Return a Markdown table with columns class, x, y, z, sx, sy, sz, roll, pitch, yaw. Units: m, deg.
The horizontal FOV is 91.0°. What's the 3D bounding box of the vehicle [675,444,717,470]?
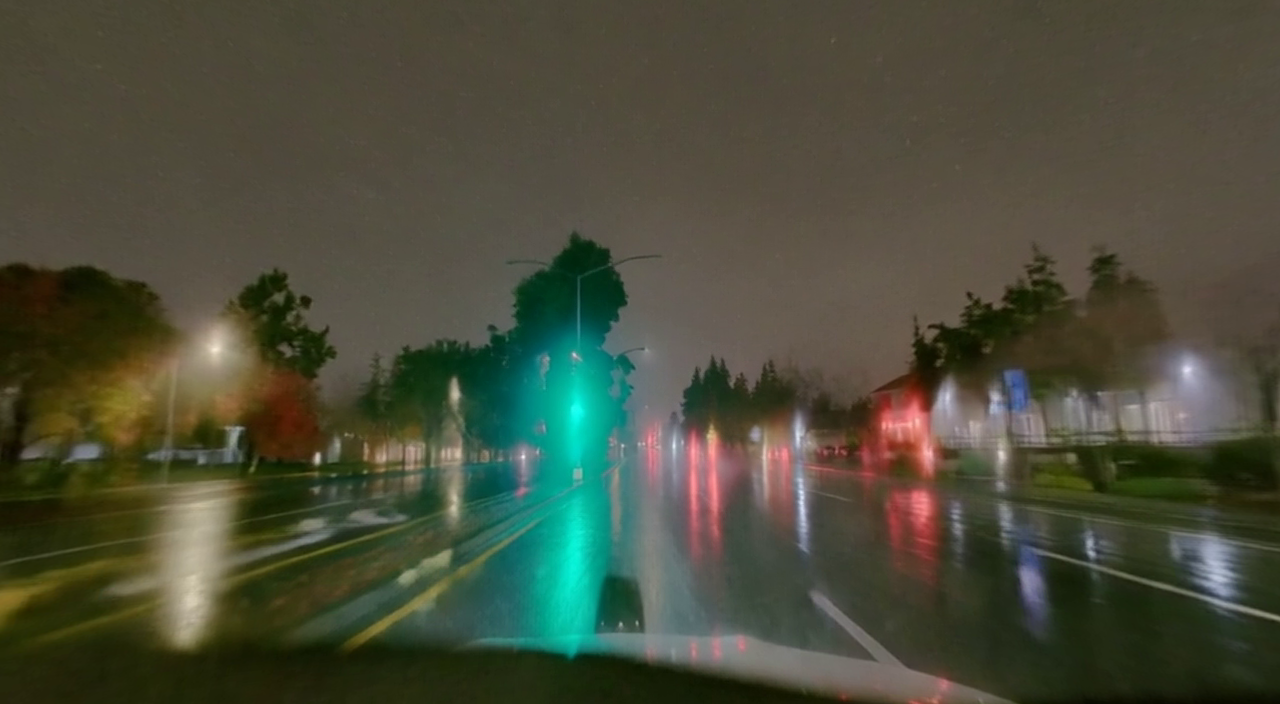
| class | x | y | z | sx | sy | sz | roll | pitch | yaw |
| --- | --- | --- | --- | --- | --- | --- | --- | --- | --- |
| vehicle | 3.359 | 6.412 | 38.679 | 2.015 | 1.479 | 4.444 | 0 | -9 | -2 |
